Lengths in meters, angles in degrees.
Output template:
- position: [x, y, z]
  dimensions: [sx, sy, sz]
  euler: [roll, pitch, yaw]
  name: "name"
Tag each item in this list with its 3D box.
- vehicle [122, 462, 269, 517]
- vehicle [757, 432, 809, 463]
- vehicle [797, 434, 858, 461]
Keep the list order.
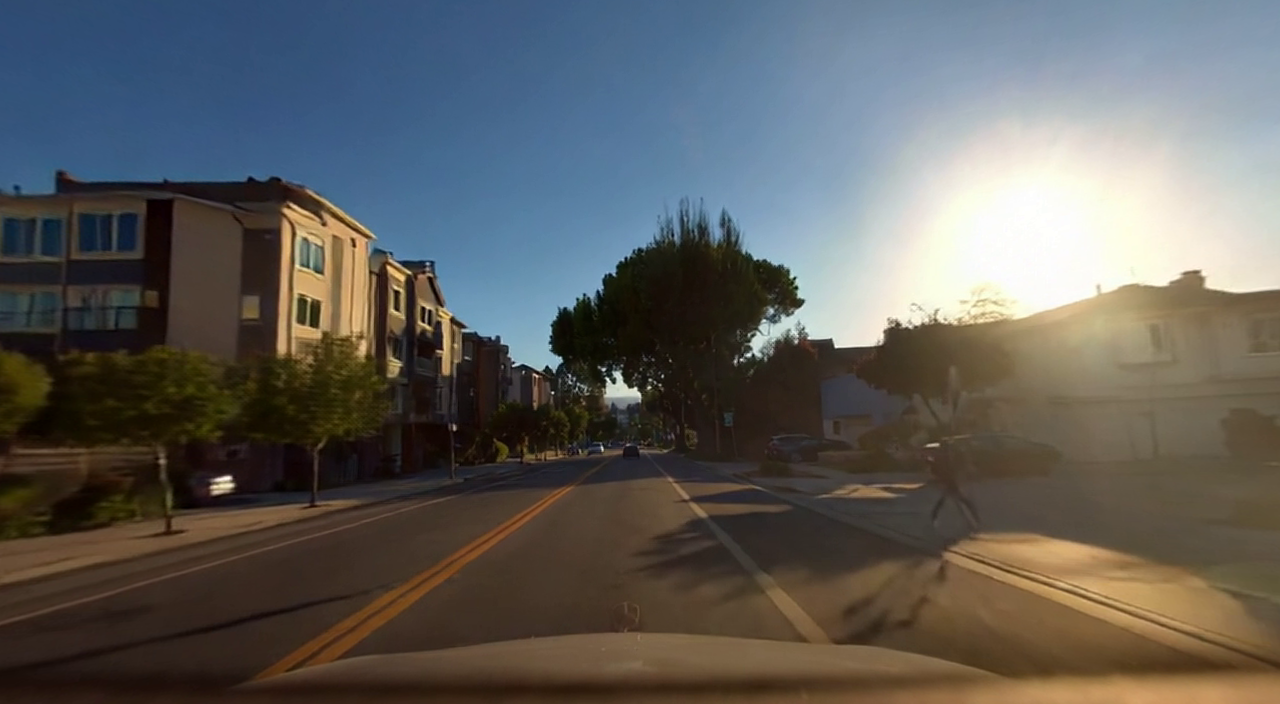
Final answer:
- position: [-15.415, 4.743, 22.262]
  dimensions: [2.124, 1.538, 4.237]
  euler: [-1, -8, 0]
  name: "vehicle"
- position: [9.026, 6.077, 40.214]
  dimensions: [2.121, 1.785, 4.693]
  euler: [0, -8, -1]
  name: "vehicle"
- position: [11.799, 6.063, 40.144]
  dimensions: [2.181, 1.530, 4.867]
  euler: [-2, -8, -3]
  name: "vehicle"
